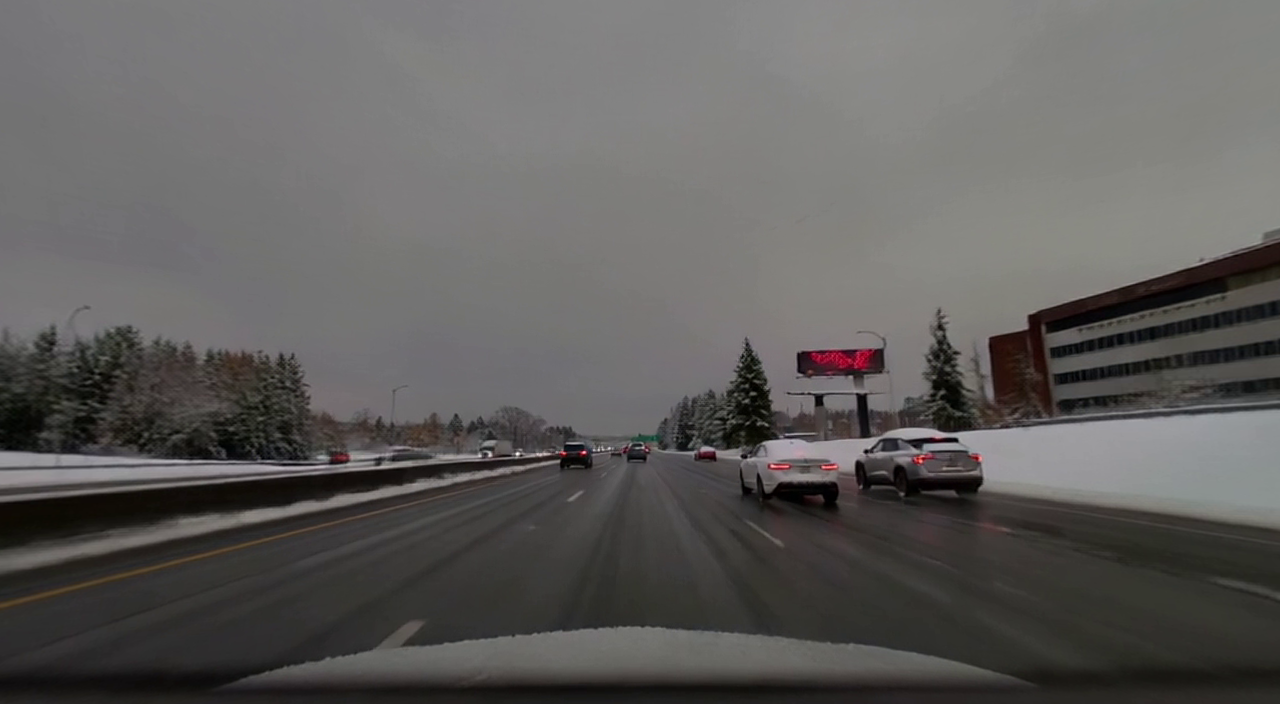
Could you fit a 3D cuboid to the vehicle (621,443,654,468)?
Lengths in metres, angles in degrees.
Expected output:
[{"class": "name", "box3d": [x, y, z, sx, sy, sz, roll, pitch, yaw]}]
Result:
[{"class": "vehicle", "box3d": [-0.198, 7.313, 44.627, 2.191, 1.685, 4.015, 0, -9, -1]}]

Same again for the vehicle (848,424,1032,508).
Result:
[{"class": "vehicle", "box3d": [7.302, 2.845, 16.137, 2.176, 1.793, 4.841, 0, -9, -2]}]

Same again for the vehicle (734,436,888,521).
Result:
[{"class": "vehicle", "box3d": [3.444, 2.647, 13.756, 1.987, 1.509, 4.512, 0, -9, -1]}]

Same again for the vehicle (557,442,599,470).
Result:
[{"class": "vehicle", "box3d": [-3.966, 6.765, 41.252, 2.256, 1.756, 4.745, 0, -9, 0]}]

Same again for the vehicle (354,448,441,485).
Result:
[{"class": "vehicle", "box3d": [-10.703, 5.050, 28.285, 2.007, 1.506, 4.586, 0, -9, 1]}]
